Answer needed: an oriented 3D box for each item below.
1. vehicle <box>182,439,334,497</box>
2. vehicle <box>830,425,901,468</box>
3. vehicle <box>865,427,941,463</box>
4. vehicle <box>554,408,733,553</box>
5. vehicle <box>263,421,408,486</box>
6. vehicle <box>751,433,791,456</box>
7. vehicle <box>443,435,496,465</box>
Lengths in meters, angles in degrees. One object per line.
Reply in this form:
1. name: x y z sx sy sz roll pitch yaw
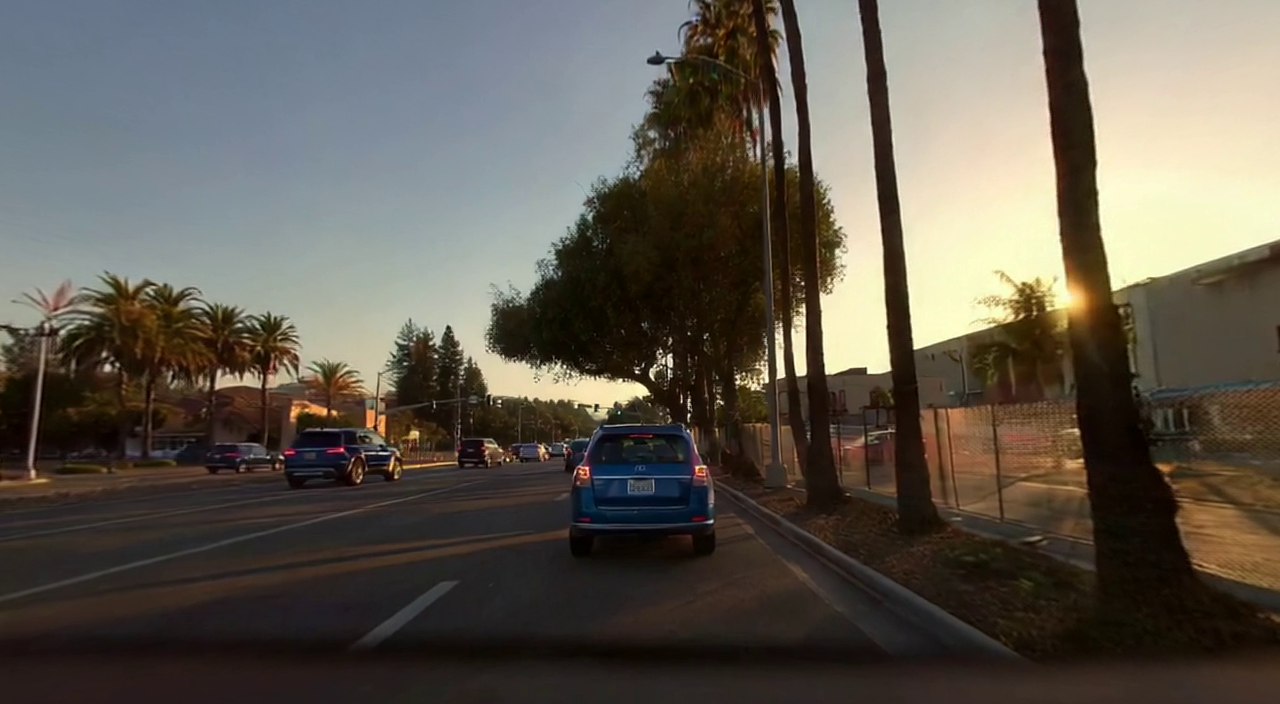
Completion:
1. vehicle: -10.079 3.065 16.904 1.924 1.384 3.426 0 -8 0
2. vehicle: 8.280 3.433 22.874 1.837 1.416 3.947 -4 -10 27
3. vehicle: 12.074 4.308 29.065 1.681 1.503 3.781 1 -9 -3
4. vehicle: 0.060 1.820 9.480 2.121 1.710 3.893 0 -8 1
5. vehicle: -10.073 3.427 21.412 2.269 1.934 5.350 0 -8 -1
6. vehicle: 9.158 6.489 44.093 1.929 1.496 4.245 0 -8 1
7. vehicle: -10.526 6.073 39.060 1.965 1.743 4.327 0 -9 1
